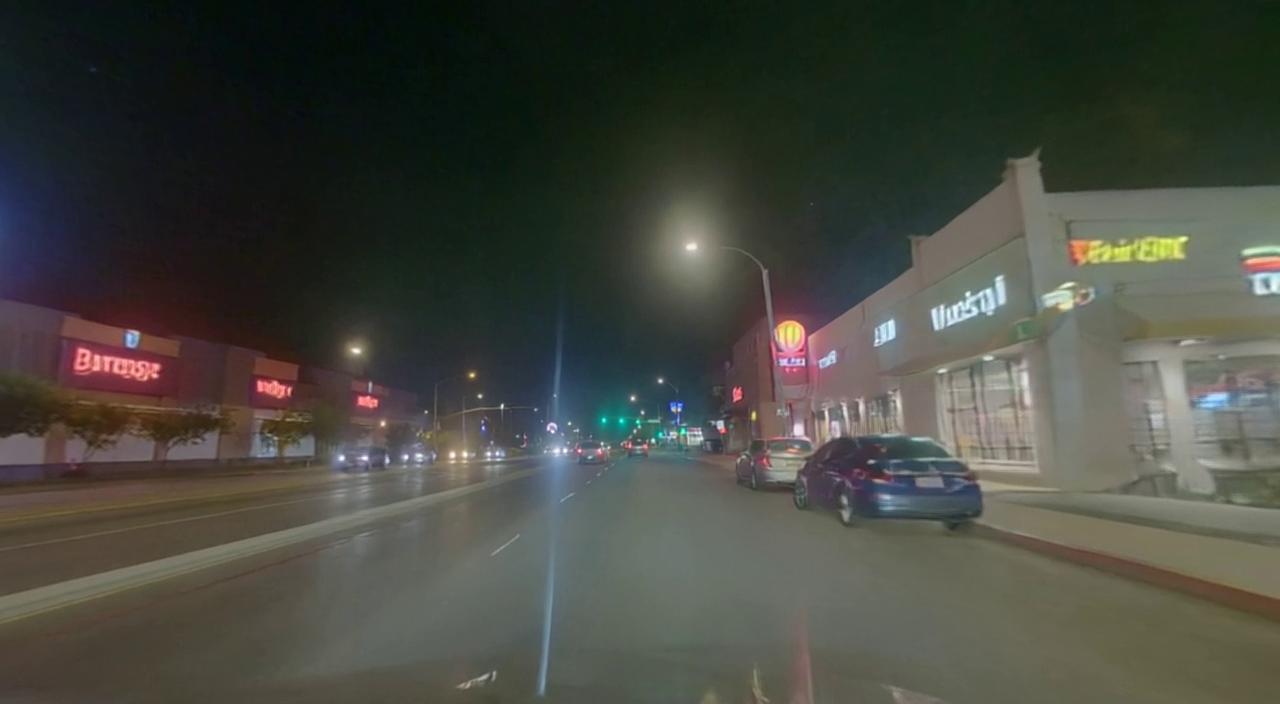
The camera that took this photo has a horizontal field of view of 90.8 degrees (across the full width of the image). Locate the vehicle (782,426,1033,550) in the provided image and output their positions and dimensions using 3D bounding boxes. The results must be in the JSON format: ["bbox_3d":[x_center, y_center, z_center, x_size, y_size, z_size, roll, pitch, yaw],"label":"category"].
[{"bbox_3d":[3.843,2.043,10.254,1.922,1.507,4.824,0,-9,-1],"label":"vehicle"}]

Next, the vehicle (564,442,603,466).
[{"bbox_3d":[-3.755,6.902,42.906,2.179,1.490,4.742,0,-9,0],"label":"vehicle"}]

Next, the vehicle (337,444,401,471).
[{"bbox_3d":[-17.852,6.962,41.886,2.102,1.679,4.690,0,-9,1],"label":"vehicle"}]
